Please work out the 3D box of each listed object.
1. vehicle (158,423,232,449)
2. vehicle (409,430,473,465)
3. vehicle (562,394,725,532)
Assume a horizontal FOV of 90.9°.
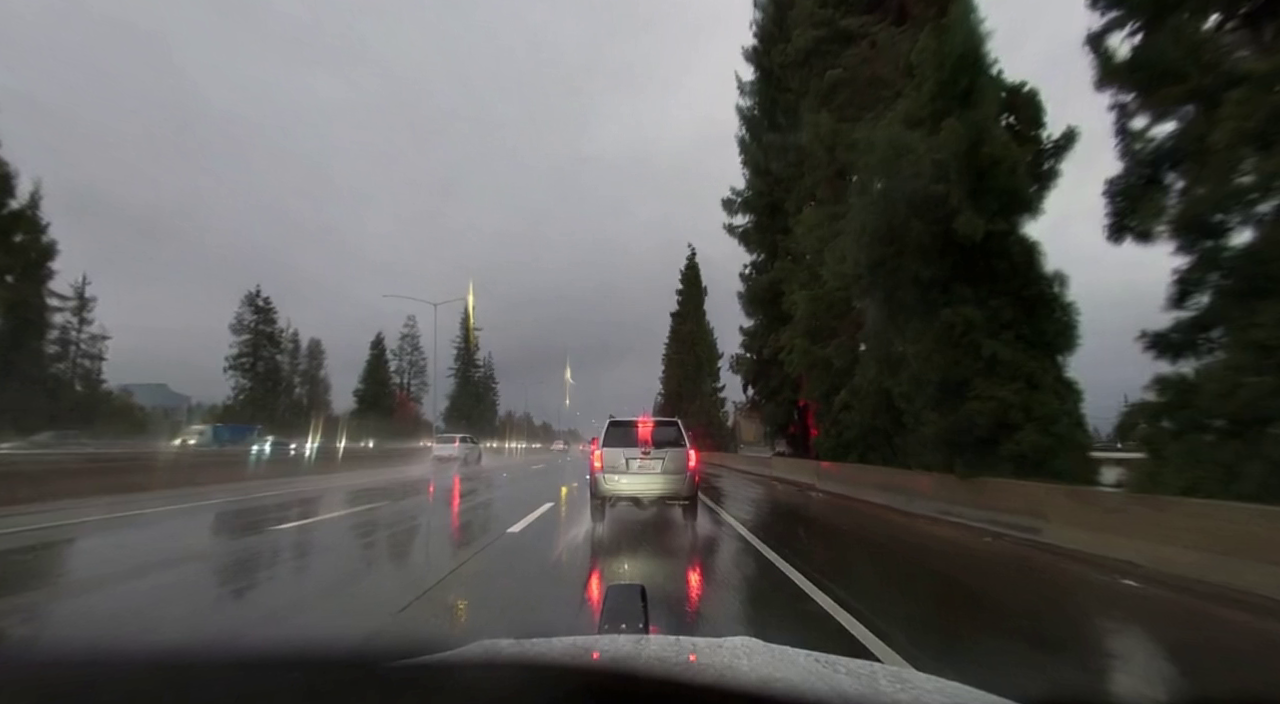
[{"bbox_3d":[-32.005,6.124,45.559,1.980,1.783,4.604,0,-8,0],"label":"vehicle"},{"bbox_3d":[-10.906,5.300,34.981,2.009,1.771,4.540,0,-8,1],"label":"vehicle"},{"bbox_3d":[0.024,1.987,11.756,2.395,2.013,4.734,0,-8,-1],"label":"vehicle"}]
